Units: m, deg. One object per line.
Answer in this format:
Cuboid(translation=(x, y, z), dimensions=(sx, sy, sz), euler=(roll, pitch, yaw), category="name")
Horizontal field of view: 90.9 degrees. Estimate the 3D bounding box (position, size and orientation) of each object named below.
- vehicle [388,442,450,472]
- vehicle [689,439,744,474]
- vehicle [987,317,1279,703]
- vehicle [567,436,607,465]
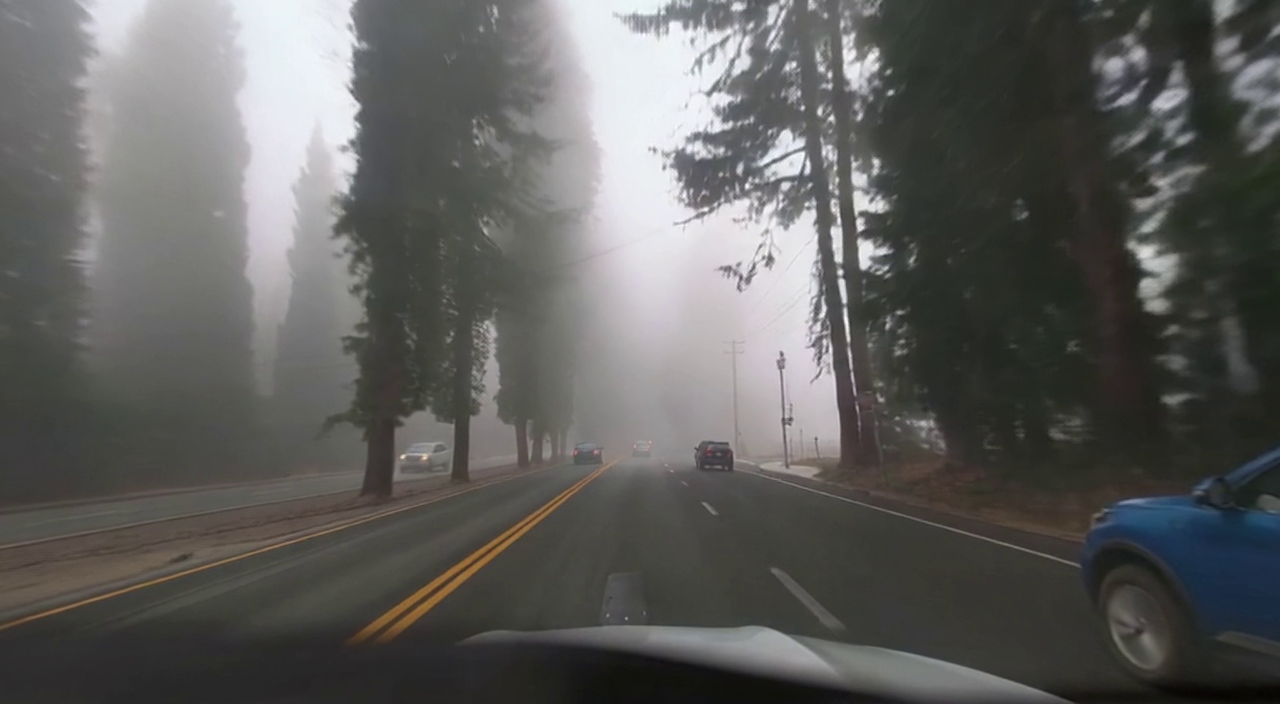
Cuboid(translation=(-13.846, 6.592, 39.835), dimensions=(2.168, 1.782, 4.746), euler=(0, -8, 0), category="vehicle")
Cuboid(translation=(3.442, 4.768, 29.052), dimensions=(1.906, 1.468, 4.422), euler=(0, -8, -1), category="vehicle")
Cuboid(translation=(3.370, 0.702, 1.861), dimensions=(2.182, 1.744, 4.464), euler=(0, -8, 1), category="vehicle")
Cuboid(translation=(-3.263, 6.202, 39.892), dimensions=(2.066, 1.725, 4.241), euler=(0, -8, 1), category="vehicle")
